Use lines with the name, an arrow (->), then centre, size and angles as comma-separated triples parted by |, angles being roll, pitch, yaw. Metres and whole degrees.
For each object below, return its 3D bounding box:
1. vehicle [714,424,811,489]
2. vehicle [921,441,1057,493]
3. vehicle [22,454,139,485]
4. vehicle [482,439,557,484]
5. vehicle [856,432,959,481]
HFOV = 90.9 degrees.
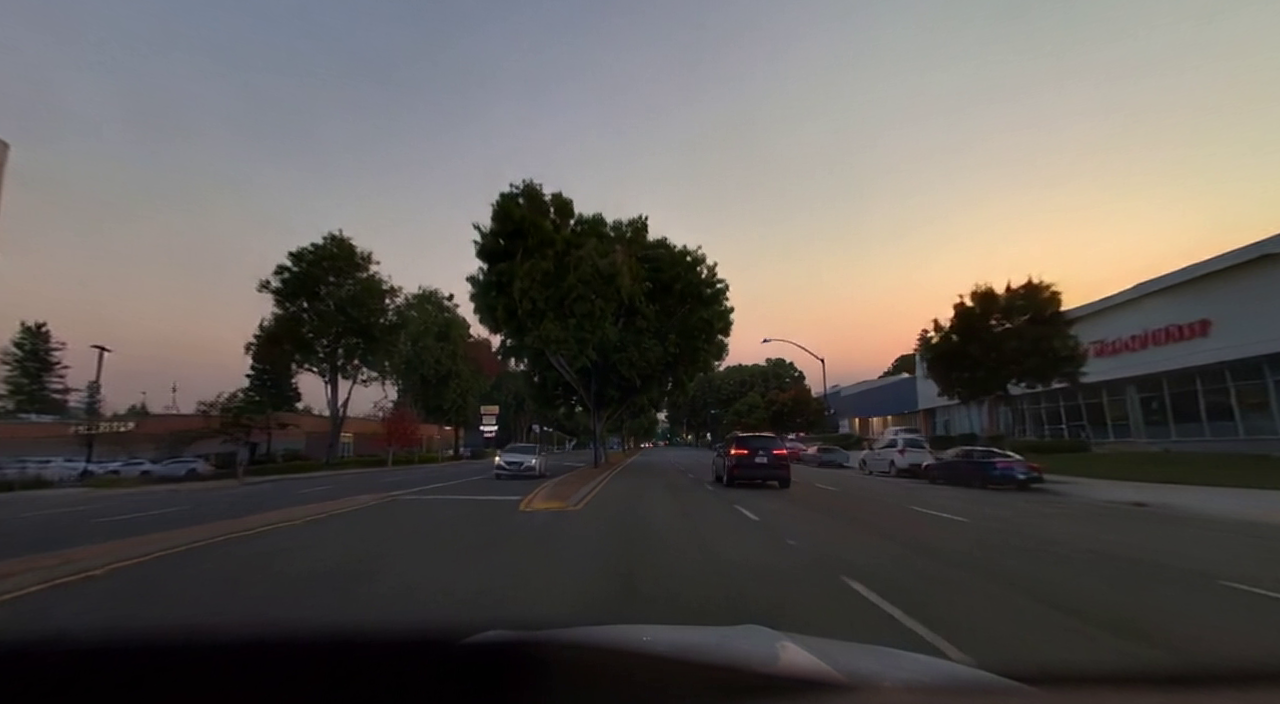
vehicle -> 3.790, 3.350, 20.460 | 2.183, 1.845, 4.482 | 0, -8, -1
vehicle -> 10.814, 3.575, 19.956 | 1.847, 1.445, 4.281 | 0, -8, 0
vehicle -> -29.754, 6.260, 33.635 | 4.306, 1.459, 2.001 | -1, -8, 0
vehicle -> -4.337, 4.003, 23.441 | 2.031, 1.478, 4.434 | 0, -8, -1
vehicle -> 10.730, 4.221, 25.799 | 1.989, 1.768, 4.977 | 0, -8, 0
